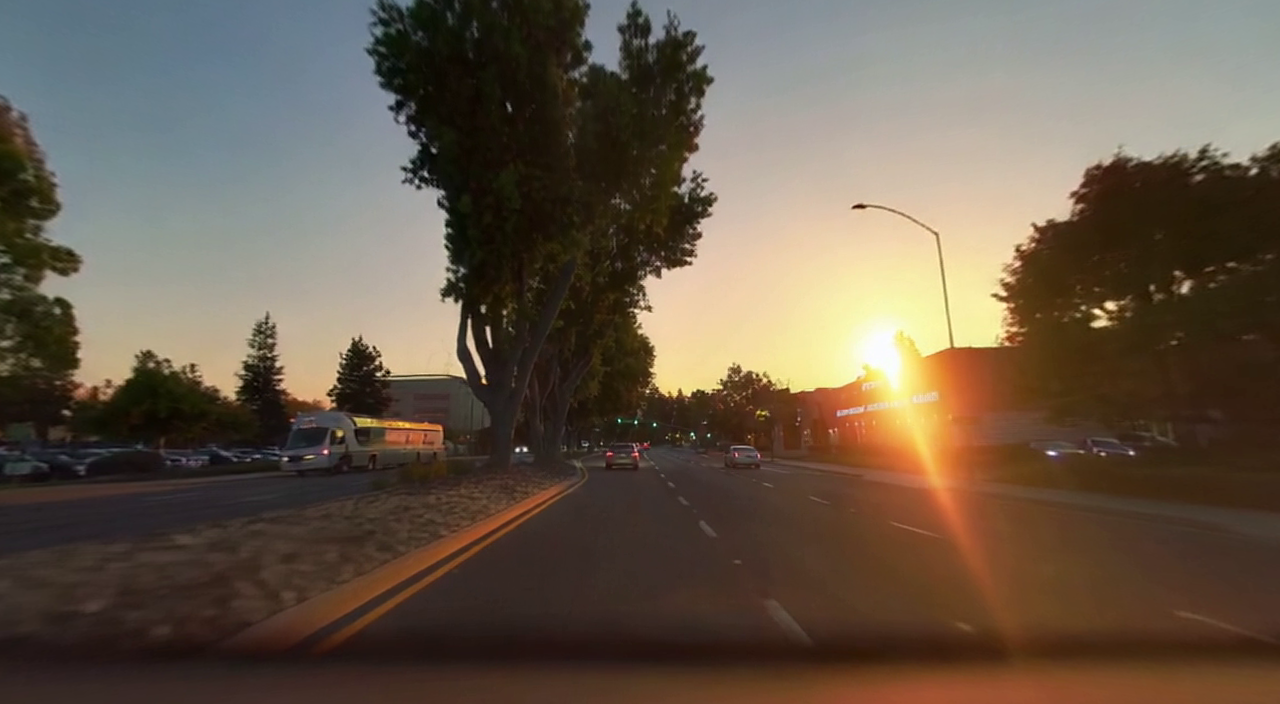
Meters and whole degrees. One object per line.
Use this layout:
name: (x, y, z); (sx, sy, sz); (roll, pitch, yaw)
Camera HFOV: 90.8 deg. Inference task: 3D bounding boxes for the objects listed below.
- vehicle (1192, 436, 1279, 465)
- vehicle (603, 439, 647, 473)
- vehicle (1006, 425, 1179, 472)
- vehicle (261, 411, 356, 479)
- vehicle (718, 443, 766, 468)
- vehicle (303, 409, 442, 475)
vehicle: (32.879, 5.300, 34.239); (1.804, 1.461, 4.611); (0, -8, 1)
vehicle: (-0.827, 5.160, 31.607); (2.072, 1.545, 4.578); (0, -8, -3)
vehicle: (20.157, 4.321, 28.376); (5.909, 1.970, 2.365); (0, -8, 0)
vehicle: (-19.622, 5.548, 37.733); (2.986, 3.786, 4.453); (0, -8, 1)
vehicle: (6.463, 6.600, 40.536); (2.075, 1.475, 4.571); (0, -8, -3)
vehicle: (-19.490, 6.895, 48.239); (3.133, 4.167, 16.699); (0, -8, 1)
